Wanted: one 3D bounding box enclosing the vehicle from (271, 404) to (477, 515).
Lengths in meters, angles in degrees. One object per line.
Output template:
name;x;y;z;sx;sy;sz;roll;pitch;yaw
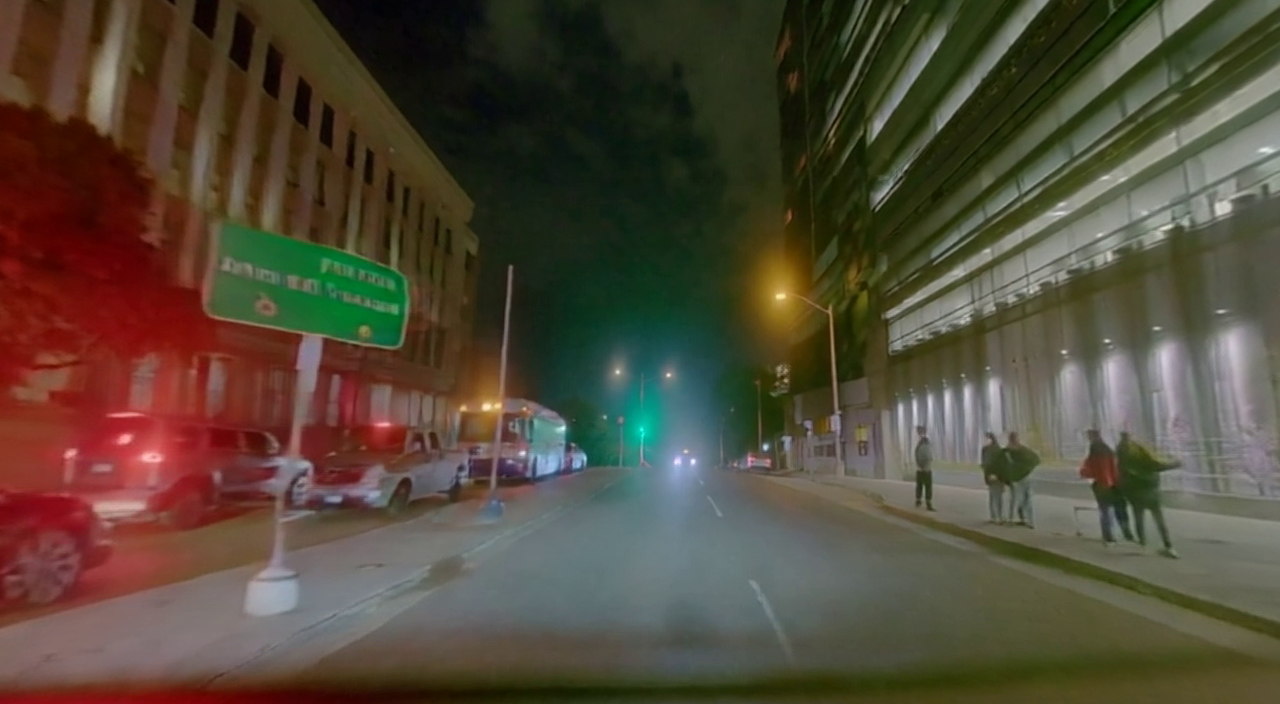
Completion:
vehicle;-5.092;2.167;12.987;1.988;1.855;4.599;-1;-9;4

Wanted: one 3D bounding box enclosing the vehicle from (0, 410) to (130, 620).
vehicle;-5.583;0.975;3.262;1.826;1.488;4.628;-1;-9;4

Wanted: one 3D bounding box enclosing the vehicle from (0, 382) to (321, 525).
vehicle;-7.924;1.962;10.871;2.109;1.819;4.615;2;-15;4

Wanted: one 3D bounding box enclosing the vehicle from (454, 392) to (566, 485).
vehicle;-4.133;2.971;21.368;2.268;2.708;5.699;-1;-9;4

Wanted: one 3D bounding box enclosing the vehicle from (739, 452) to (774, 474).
vehicle;8.507;8.116;46.376;1.888;1.536;4.381;-1;-9;2
